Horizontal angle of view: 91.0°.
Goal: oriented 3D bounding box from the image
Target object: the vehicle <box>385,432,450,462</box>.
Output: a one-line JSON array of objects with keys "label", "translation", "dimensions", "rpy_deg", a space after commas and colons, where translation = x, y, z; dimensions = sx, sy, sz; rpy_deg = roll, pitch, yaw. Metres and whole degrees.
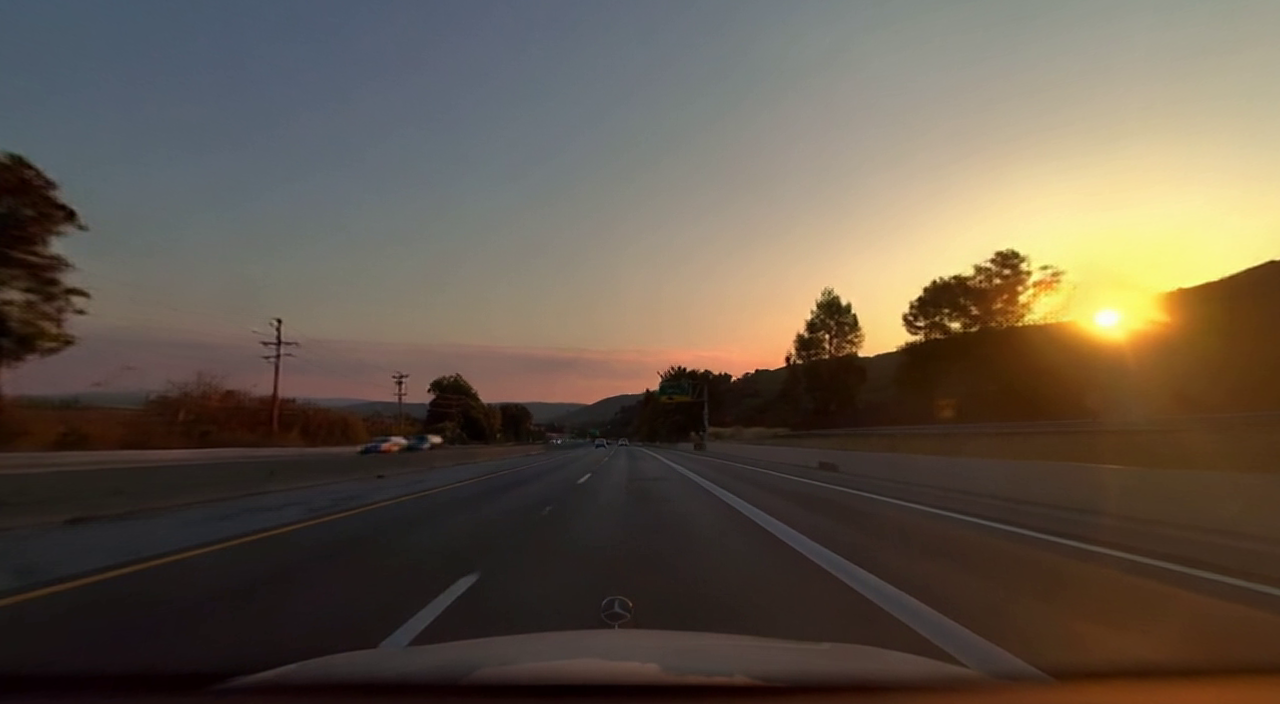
[{"label": "vehicle", "translation": [-12.251, 5.264, 34.951], "dimensions": [2.048, 1.573, 4.319], "rpy_deg": [0, -8, -1]}]

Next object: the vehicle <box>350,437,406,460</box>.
[{"label": "vehicle", "translation": [-16.794, 6.206, 40.590], "dimensions": [1.913, 1.422, 3.972], "rpy_deg": [0, -8, 0]}]
